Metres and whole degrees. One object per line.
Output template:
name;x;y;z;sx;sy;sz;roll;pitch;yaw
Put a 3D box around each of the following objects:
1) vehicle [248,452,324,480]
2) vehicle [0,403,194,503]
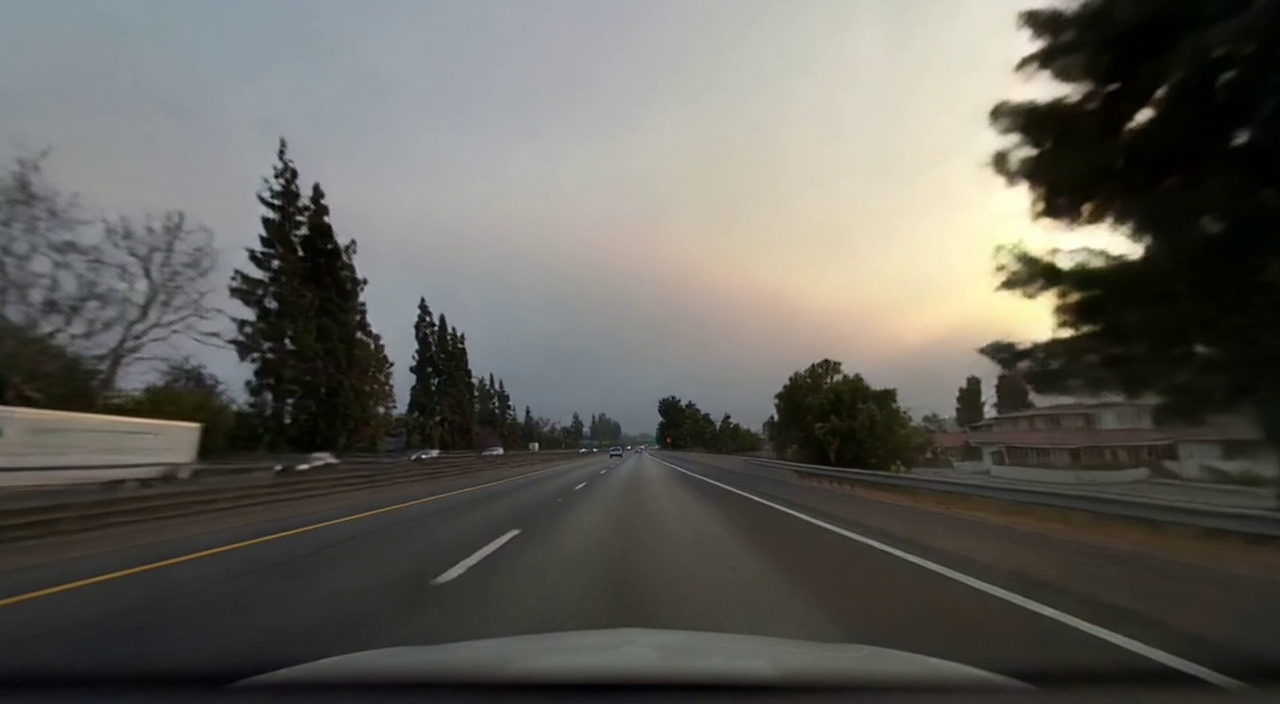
vehicle;-21.233;6.827;37.982;1.866;1.521;4.645;0;-9;0
vehicle;-24.973;4.218;26.429;2.824;3.613;13.143;0;-9;0
